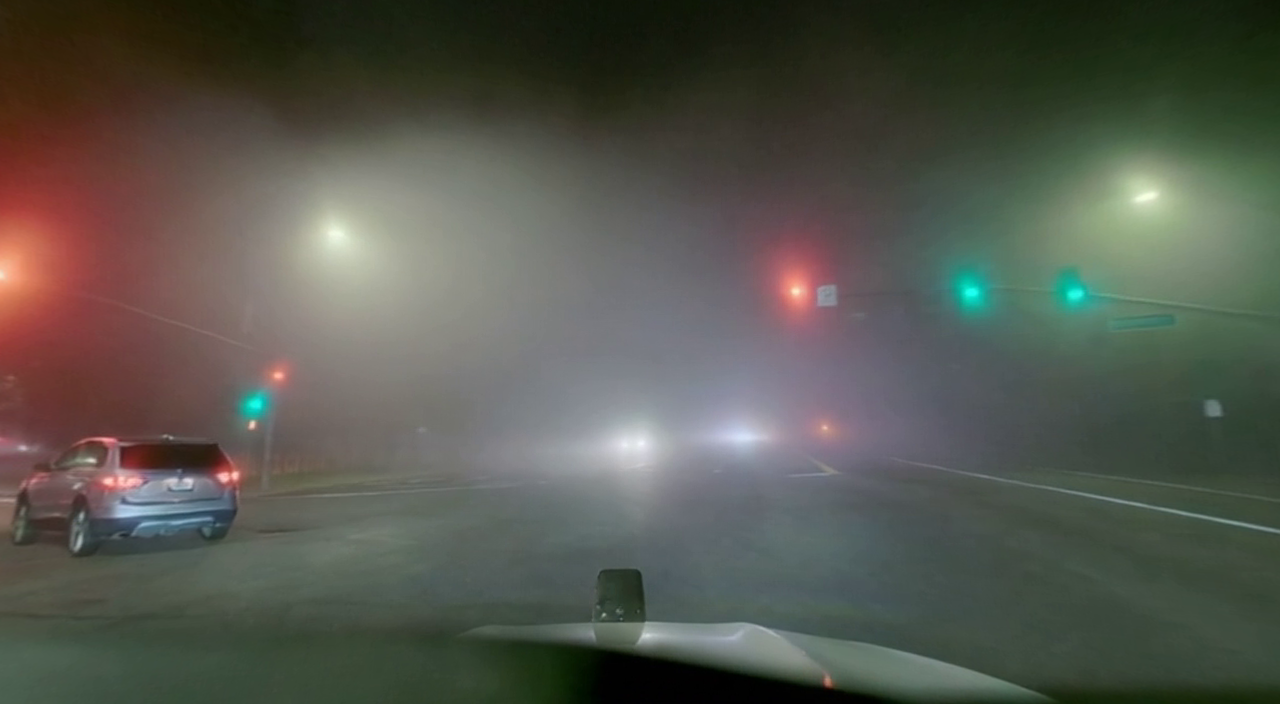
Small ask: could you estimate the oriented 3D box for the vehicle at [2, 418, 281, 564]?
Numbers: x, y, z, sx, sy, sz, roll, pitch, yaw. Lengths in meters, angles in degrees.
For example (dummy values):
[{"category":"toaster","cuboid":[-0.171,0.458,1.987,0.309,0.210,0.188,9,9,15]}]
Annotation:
[{"category":"vehicle","cuboid":[-8.174,2.075,10.278,4.580,1.827,2.230,-6,-10,35]}]
